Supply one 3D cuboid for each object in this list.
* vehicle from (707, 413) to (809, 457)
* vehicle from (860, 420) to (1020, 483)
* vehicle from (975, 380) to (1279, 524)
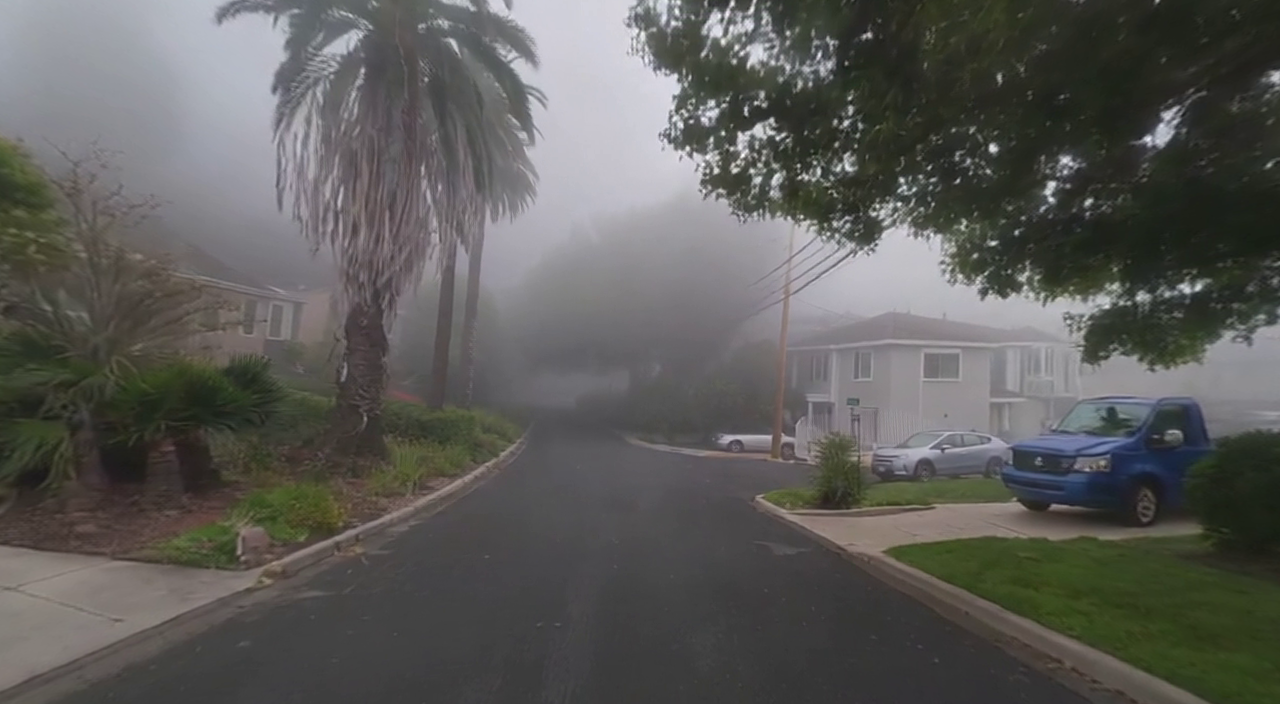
[{"bbox_3d":[6.935,4.897,36.668,5.663,1.913,2.170,10,-14,-26],"label":"vehicle"},{"bbox_3d":[10.174,3.360,21.452,4.443,1.948,2.230,2,-10,-17],"label":"vehicle"},{"bbox_3d":[9.946,1.879,11.762,6.615,2.137,2.578,4,-9,-19],"label":"vehicle"}]
